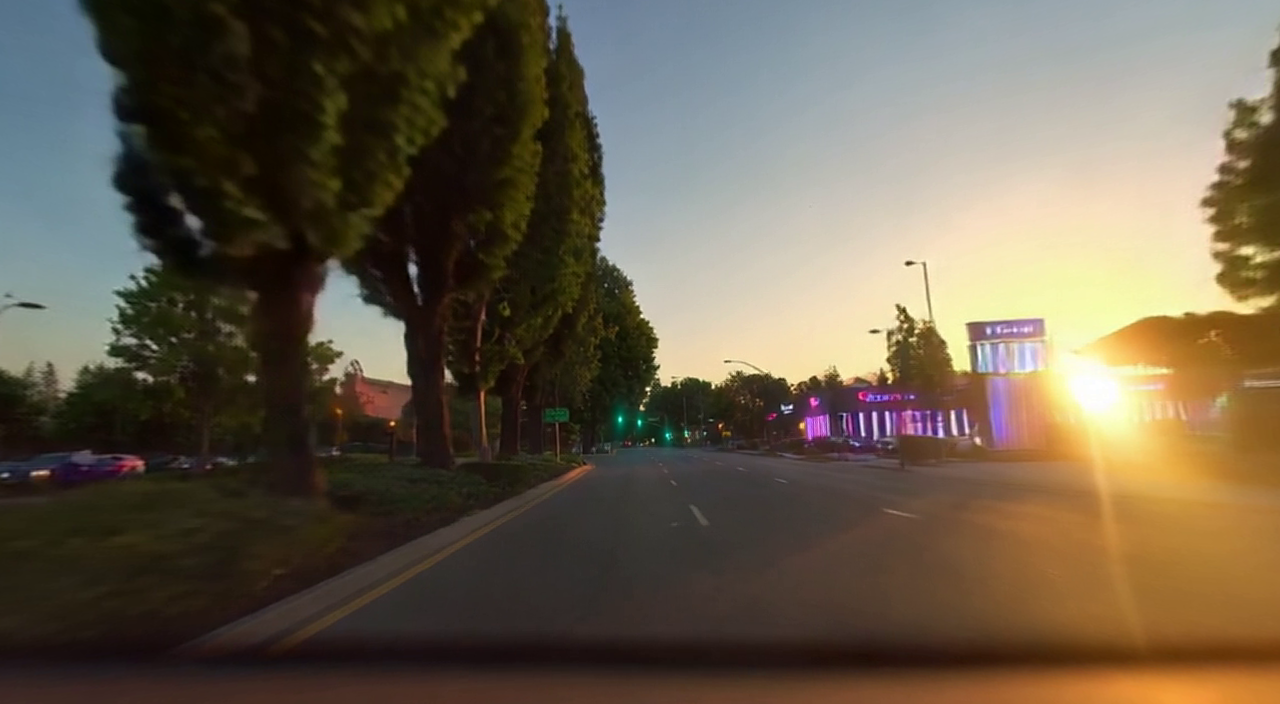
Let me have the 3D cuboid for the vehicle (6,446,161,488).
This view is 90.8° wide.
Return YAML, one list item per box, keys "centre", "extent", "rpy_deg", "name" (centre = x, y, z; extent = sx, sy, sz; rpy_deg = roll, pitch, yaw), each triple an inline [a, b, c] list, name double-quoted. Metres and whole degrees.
- centre: [-28.123, 5.798, 32.244]
  extent: [5.442, 1.936, 2.127]
  rpy_deg: [4, -9, -26]
  name: "vehicle"

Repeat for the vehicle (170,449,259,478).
- centre: [-27.533, 7.198, 41.087]
  extent: [4.529, 1.711, 1.972]
  rpy_deg: [4, -9, -28]
  name: "vehicle"
